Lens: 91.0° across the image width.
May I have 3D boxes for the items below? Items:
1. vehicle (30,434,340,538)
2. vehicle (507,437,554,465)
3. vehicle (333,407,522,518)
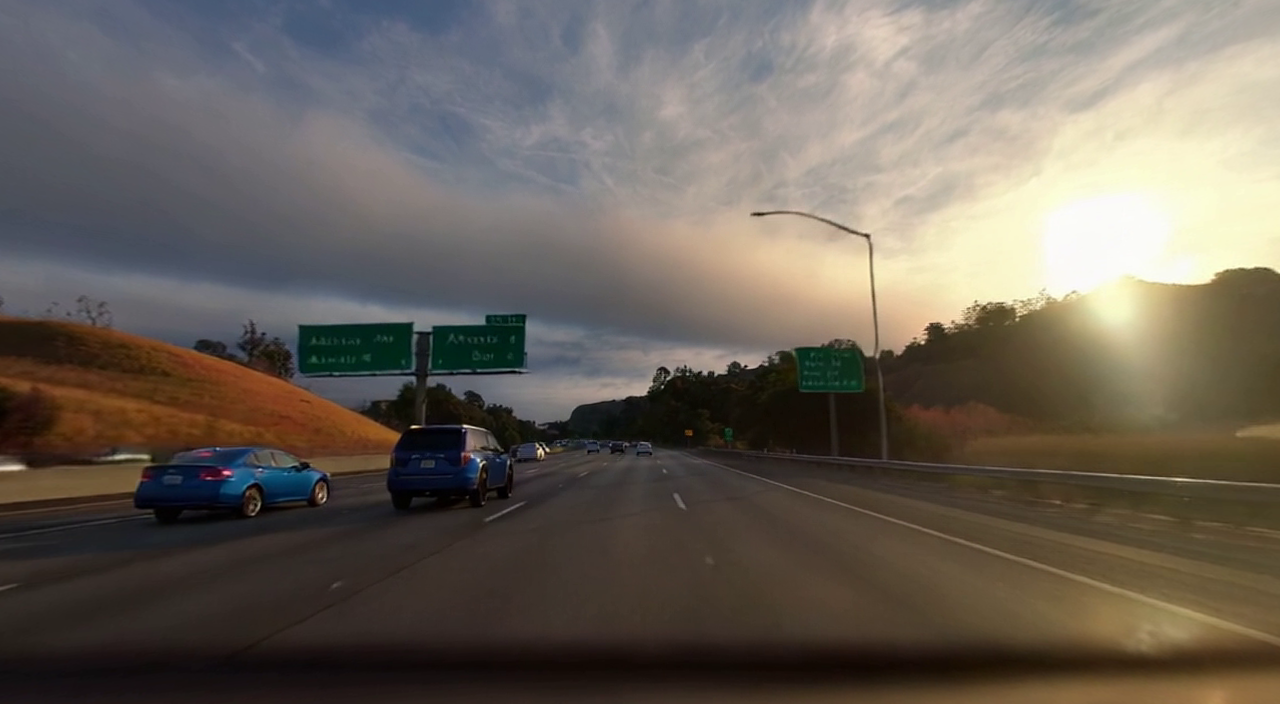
[{"bbox_3d":[-7.866,2.338,11.736,1.984,1.508,4.935,-1,-9,2],"label":"vehicle"},{"bbox_3d":[-6.895,6.322,40.188,2.069,1.636,4.483,-1,-9,2],"label":"vehicle"},{"bbox_3d":[-4.265,2.348,13.744,2.219,1.947,4.924,-1,-9,2],"label":"vehicle"}]
